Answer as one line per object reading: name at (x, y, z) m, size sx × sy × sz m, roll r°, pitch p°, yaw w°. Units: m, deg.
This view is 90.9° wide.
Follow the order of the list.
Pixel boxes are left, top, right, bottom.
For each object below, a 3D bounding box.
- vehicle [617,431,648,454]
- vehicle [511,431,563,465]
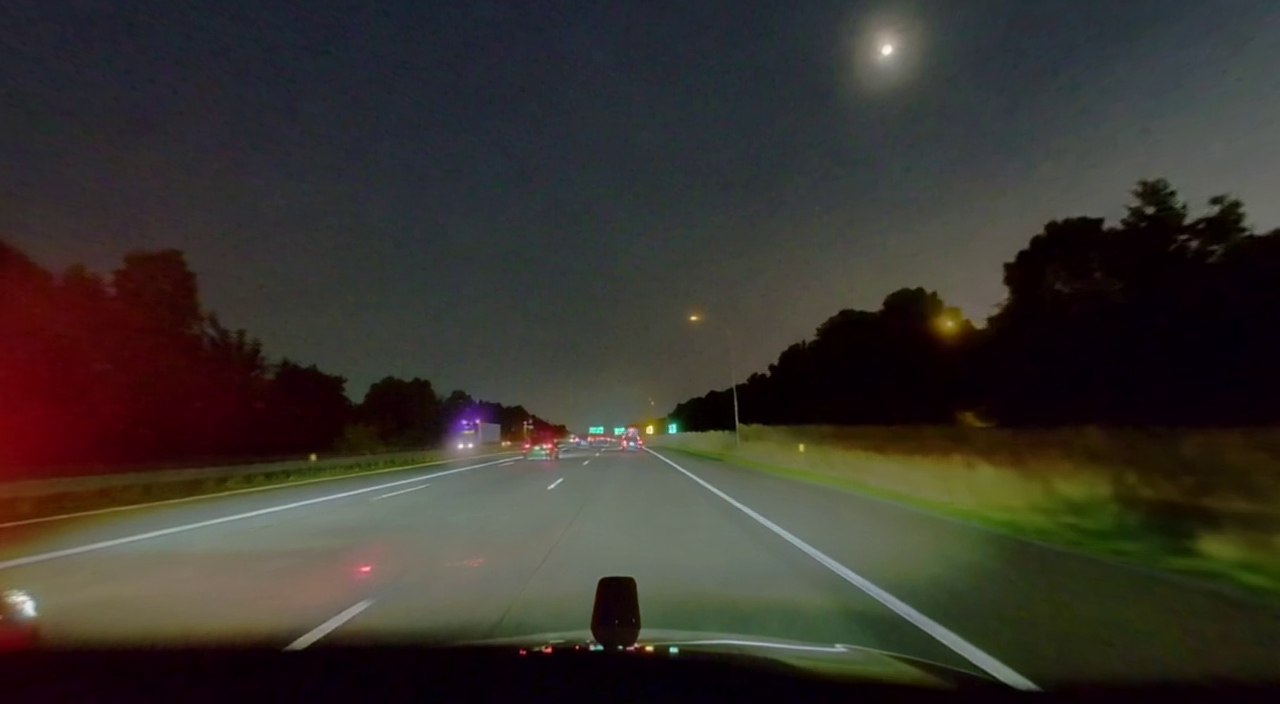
vehicle at (-0.566, 6.672, 46.488) m, size 2.139 × 1.561 × 4.060 m, roll 0°, pitch -8°, yaw -1°
vehicle at (-4.853, 4.574, 30.128) m, size 1.959 × 1.514 × 3.668 m, roll 0°, pitch -8°, yaw -1°
